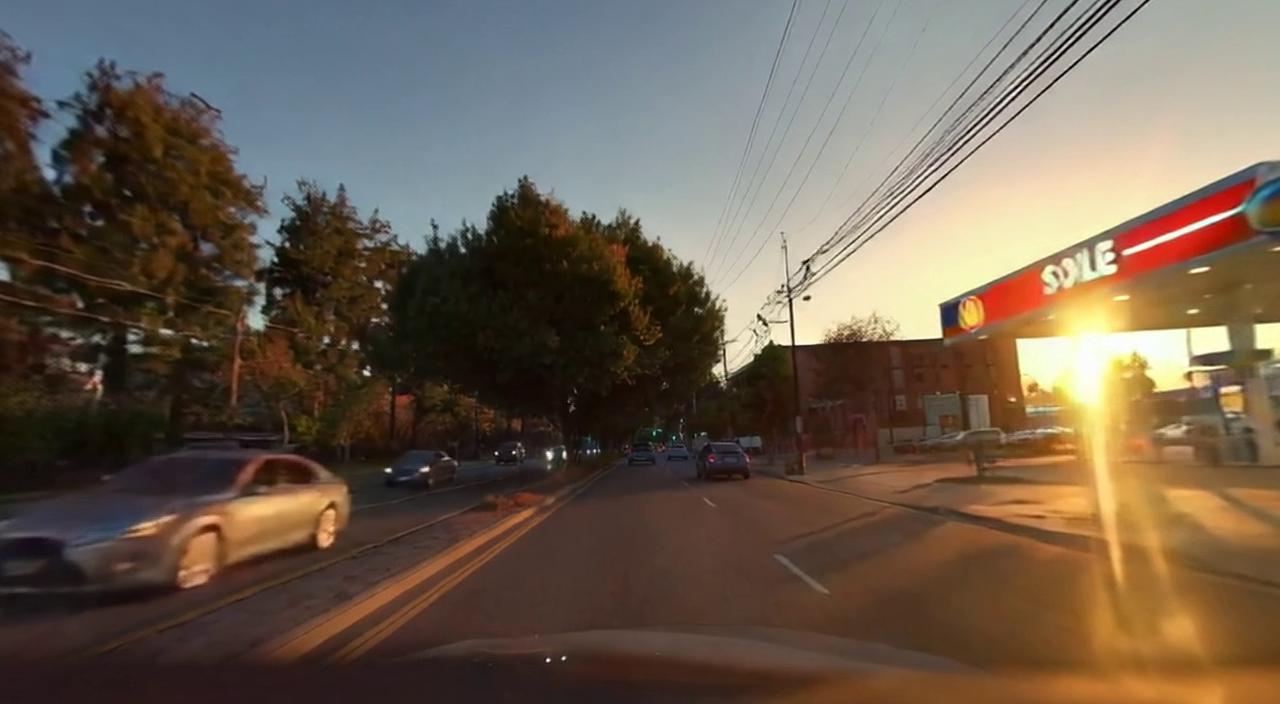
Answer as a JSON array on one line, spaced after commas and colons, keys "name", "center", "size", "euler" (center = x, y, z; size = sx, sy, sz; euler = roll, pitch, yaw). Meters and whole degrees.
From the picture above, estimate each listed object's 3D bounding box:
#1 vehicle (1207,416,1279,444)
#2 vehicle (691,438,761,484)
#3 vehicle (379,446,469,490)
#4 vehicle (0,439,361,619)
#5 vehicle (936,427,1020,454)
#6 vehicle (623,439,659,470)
[{"name": "vehicle", "center": [43.129, 5.547, 44.834], "size": [2.150, 1.588, 3.729], "euler": [3, -13, -38]}, {"name": "vehicle", "center": [3.232, 4.230, 24.730], "size": [1.990, 1.592, 4.294], "euler": [-1, -9, -2]}, {"name": "vehicle", "center": [-8.343, 4.493, 24.866], "size": [1.953, 1.470, 4.522], "euler": [-2, -9, 0]}, {"name": "vehicle", "center": [-4.931, 1.788, 7.242], "size": [1.816, 1.484, 3.629], "euler": [-1, -9, 0]}, {"name": "vehicle", "center": [23.129, 6.114, 43.497], "size": [2.187, 1.757, 4.663], "euler": [3, -9, -22]}, {"name": "vehicle", "center": [0.046, 6.429, 39.755], "size": [2.163, 1.825, 4.073], "euler": [-1, -9, -1]}]
